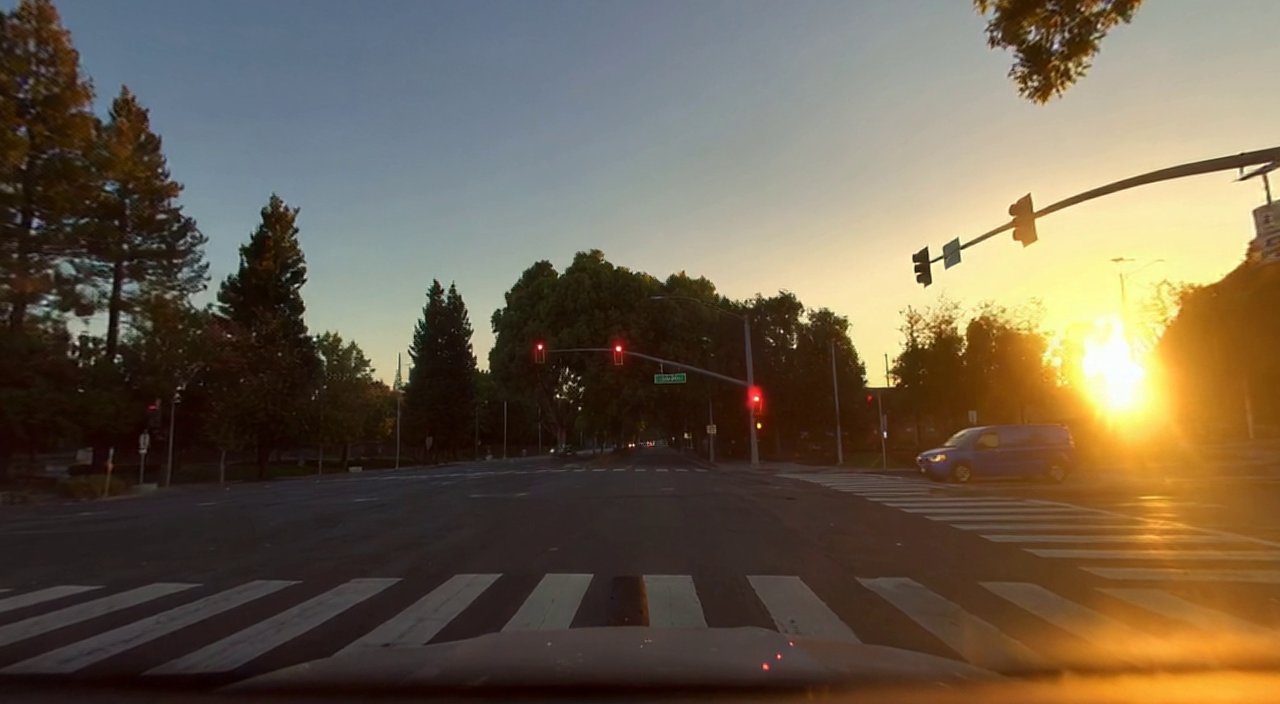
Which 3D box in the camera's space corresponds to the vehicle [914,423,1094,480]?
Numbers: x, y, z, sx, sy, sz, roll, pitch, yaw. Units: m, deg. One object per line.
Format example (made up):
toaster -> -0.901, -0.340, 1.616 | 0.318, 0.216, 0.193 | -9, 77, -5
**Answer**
vehicle -> 12.097, 3.320, 21.190 | 4.790, 1.798, 1.909 | 0, -8, 1
